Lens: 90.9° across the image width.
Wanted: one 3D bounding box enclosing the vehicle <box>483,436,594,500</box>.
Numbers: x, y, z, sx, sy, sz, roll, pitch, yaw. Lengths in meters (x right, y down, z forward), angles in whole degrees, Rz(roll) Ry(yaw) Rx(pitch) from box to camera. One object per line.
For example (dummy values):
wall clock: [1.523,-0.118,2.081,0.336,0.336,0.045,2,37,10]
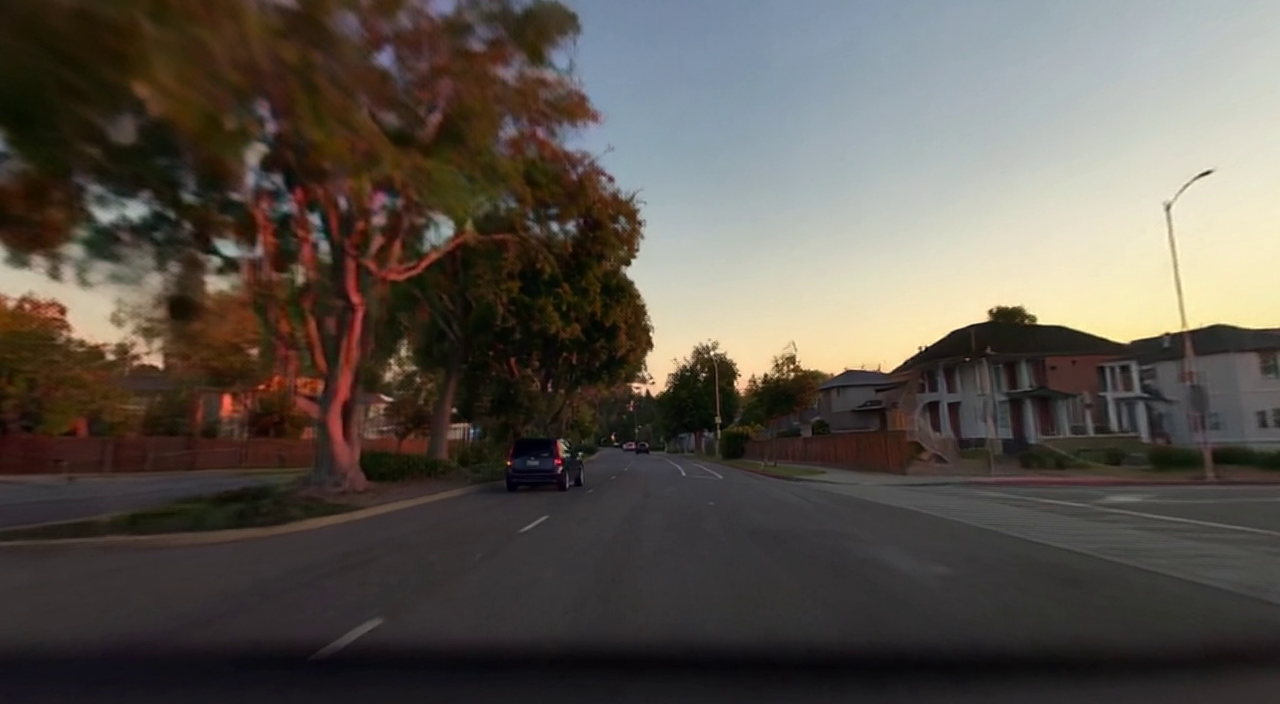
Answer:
vehicle: [-2.573,3.100,17.296,2.075,1.498,4.730,0,-9,2]
